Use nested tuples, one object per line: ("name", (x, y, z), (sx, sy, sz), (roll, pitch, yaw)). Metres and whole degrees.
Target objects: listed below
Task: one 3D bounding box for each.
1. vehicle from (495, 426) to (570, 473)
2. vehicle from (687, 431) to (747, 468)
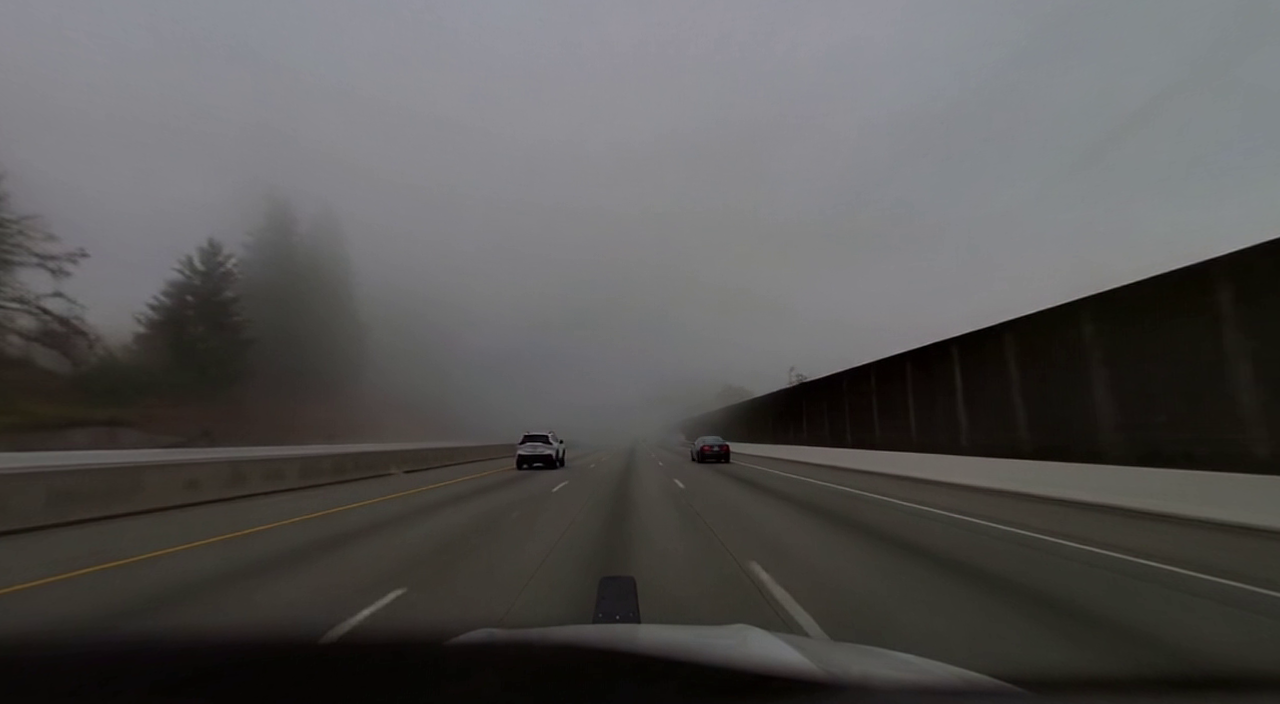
("vehicle", (-4.057, 3.765, 24.502), (2.219, 1.660, 4.153), (0, -8, 0))
("vehicle", (3.385, 4.398, 28.638), (2.077, 1.523, 4.539), (0, -8, -1))
